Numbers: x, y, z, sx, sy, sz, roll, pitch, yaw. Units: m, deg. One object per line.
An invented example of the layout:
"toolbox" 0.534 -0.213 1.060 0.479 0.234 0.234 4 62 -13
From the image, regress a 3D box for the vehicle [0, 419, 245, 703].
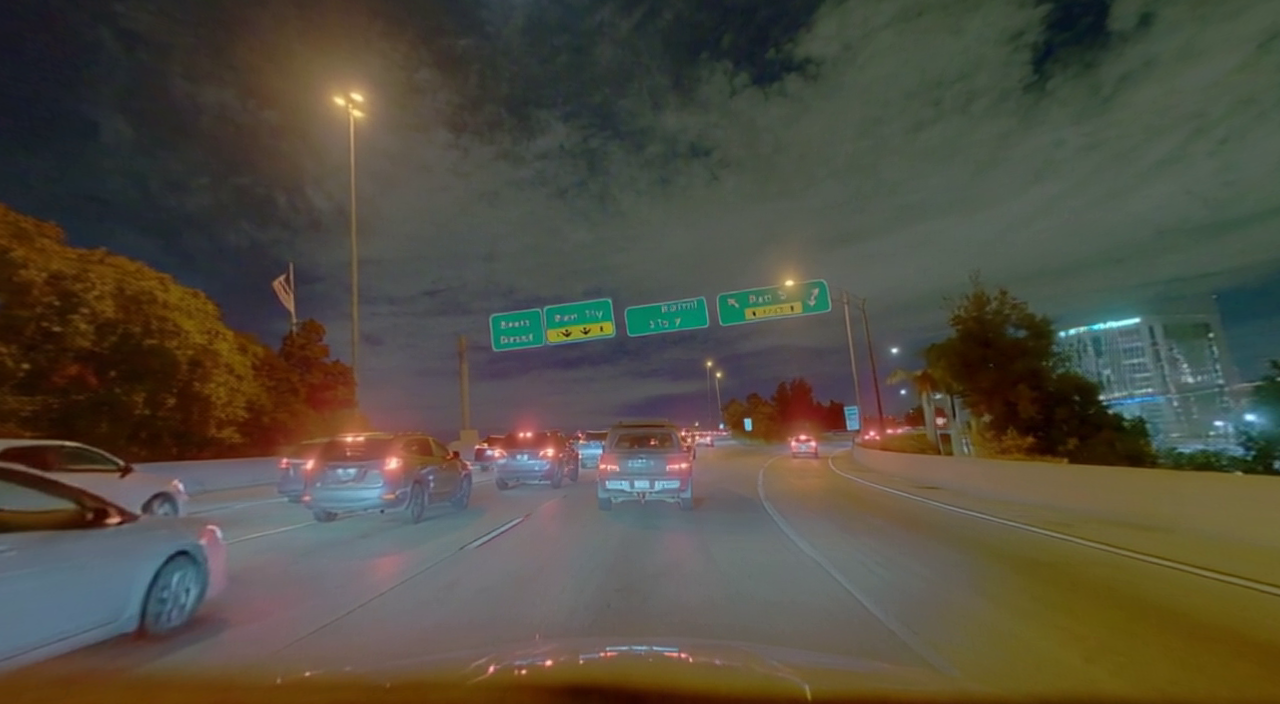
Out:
"vehicle" -4.177 1.020 2.737 2.087 1.481 4.225 0 -9 2

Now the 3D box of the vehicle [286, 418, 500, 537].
"vehicle" -4.132 2.175 11.516 1.953 1.729 4.377 0 -9 3

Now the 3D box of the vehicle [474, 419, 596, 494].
"vehicle" -2.939 3.149 19.352 2.286 1.931 5.729 -1 -9 5

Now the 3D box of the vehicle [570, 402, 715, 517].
"vehicle" 0.145 2.388 14.419 2.616 2.063 5.933 0 -9 2
